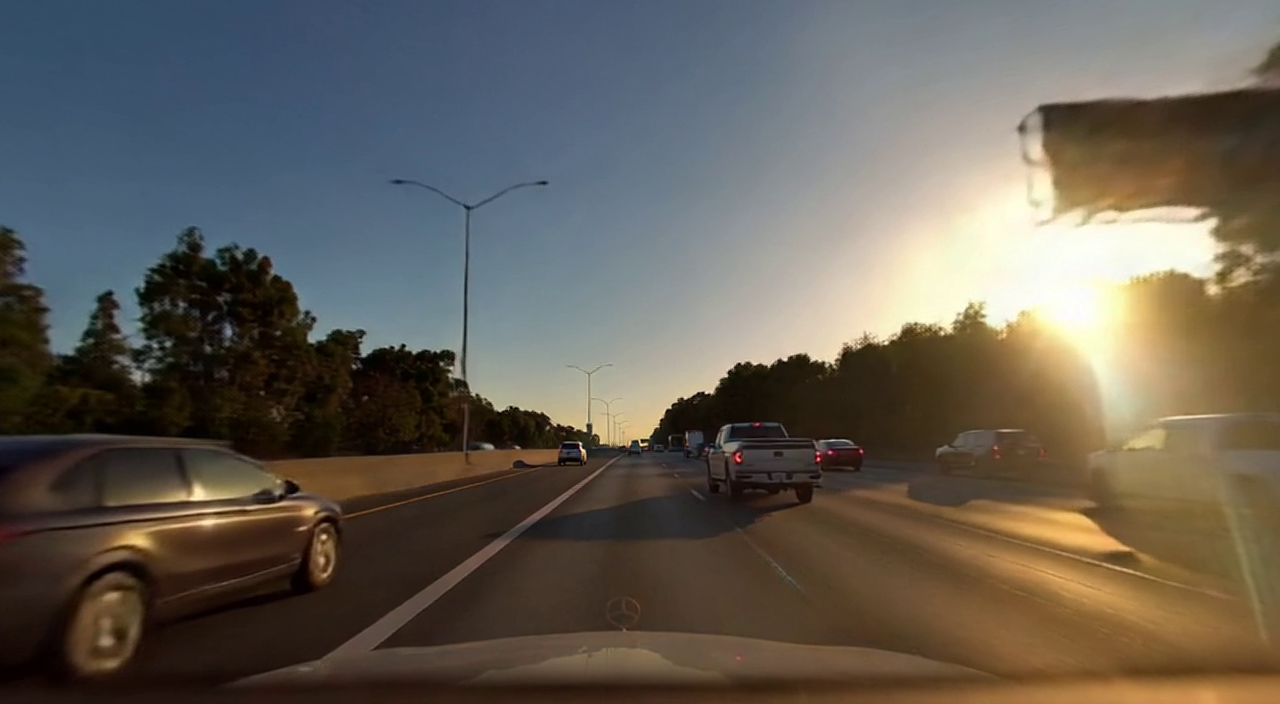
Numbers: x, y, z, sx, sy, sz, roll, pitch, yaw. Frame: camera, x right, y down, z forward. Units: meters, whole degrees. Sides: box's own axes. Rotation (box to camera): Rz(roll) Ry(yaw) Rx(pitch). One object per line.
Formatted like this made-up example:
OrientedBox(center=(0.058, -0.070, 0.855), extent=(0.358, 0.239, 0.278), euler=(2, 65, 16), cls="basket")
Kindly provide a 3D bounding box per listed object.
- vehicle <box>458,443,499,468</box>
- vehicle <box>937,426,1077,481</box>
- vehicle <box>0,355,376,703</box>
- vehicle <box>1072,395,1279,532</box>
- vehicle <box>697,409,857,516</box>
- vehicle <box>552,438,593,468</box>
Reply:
OrientedBox(center=(-9.133, 5.877, 36.002), extent=(1.426, 1.346, 3.208), euler=(0, -8, 1), cls="vehicle")
OrientedBox(center=(13.162, 3.678, 23.116), extent=(2.076, 1.799, 4.871), euler=(0, -8, -1), cls="vehicle")
OrientedBox(center=(-3.576, 1.041, 3.771), extent=(2.119, 1.654, 4.353), euler=(0, -8, 0), cls="vehicle")
OrientedBox(center=(9.876, 1.764, 10.221), extent=(2.046, 1.873, 5.131), euler=(0, -8, -1), cls="vehicle")
OrientedBox(center=(2.685, 2.374, 14.055), extent=(2.200, 1.870, 5.649), euler=(0, -8, -1), cls="vehicle")
OrientedBox(center=(-3.932, 5.993, 37.664), extent=(1.992, 1.651, 4.185), euler=(0, -8, 0), cls="vehicle")
